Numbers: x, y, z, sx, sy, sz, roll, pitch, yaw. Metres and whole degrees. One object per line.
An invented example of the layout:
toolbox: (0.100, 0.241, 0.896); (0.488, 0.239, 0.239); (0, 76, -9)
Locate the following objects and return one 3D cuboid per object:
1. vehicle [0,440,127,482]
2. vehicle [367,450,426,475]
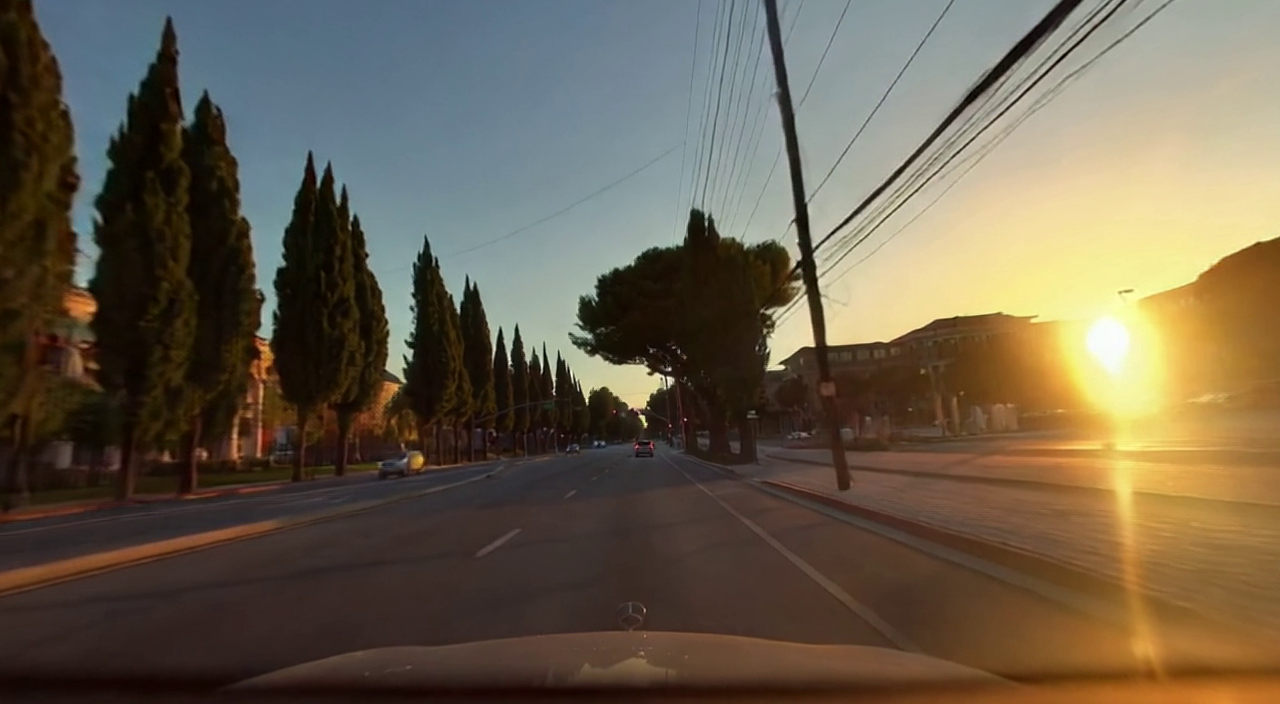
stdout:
vehicle: (-36.482, 6.699, 39.057); (2.132, 2.424, 6.702); (-6, -10, 31)
vehicle: (-15.887, 7.232, 41.369); (1.872, 1.490, 4.810); (-1, -9, 1)
